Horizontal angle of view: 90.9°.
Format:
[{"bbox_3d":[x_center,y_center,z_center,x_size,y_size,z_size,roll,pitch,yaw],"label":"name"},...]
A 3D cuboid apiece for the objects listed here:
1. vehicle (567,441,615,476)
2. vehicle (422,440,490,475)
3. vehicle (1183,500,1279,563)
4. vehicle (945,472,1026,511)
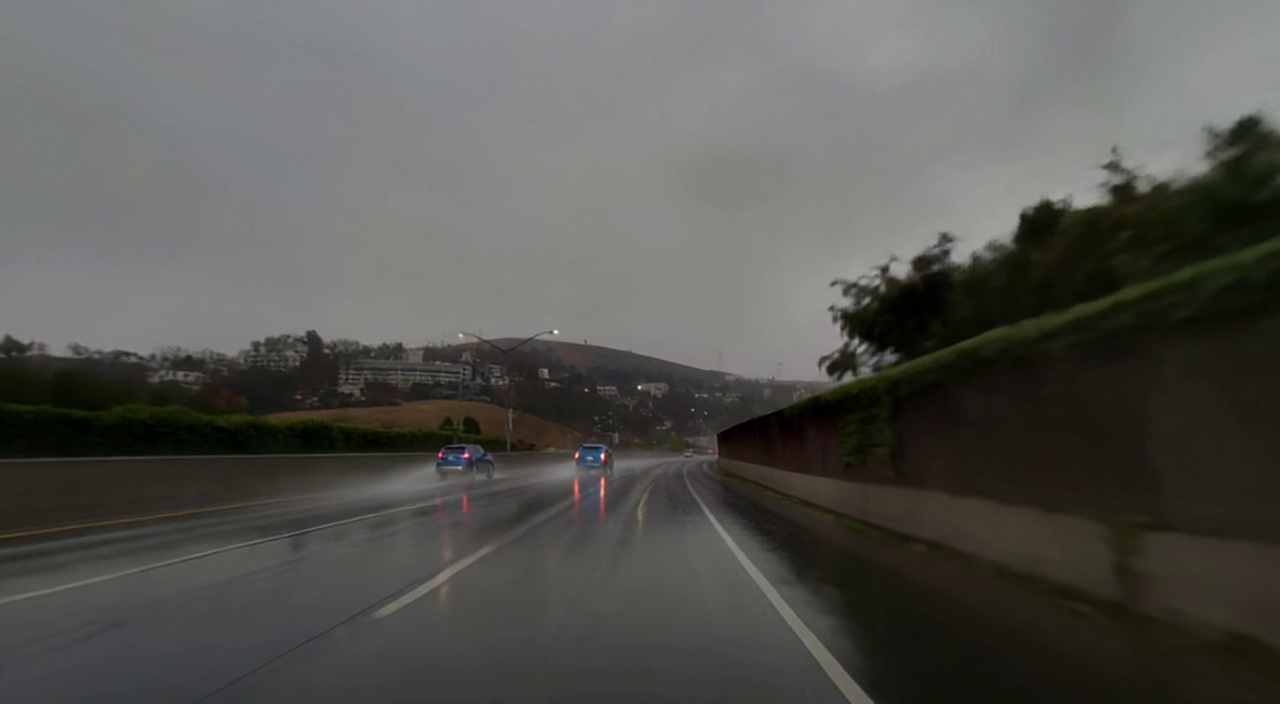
[{"bbox_3d":[-2.601,5.788,34.452,2.028,1.782,4.150,-1,-8,4],"label":"vehicle"},{"bbox_3d":[-9.820,5.648,34.081,2.039,1.746,4.528,-1,-8,4],"label":"vehicle"},{"bbox_3d":[20.003,5.671,19.964,1.786,1.559,4.496,-1,-8,3],"label":"vehicle"},{"bbox_3d":[25.579,10.311,47.065,2.775,2.408,6.139,-1,-8,3],"label":"vehicle"}]
